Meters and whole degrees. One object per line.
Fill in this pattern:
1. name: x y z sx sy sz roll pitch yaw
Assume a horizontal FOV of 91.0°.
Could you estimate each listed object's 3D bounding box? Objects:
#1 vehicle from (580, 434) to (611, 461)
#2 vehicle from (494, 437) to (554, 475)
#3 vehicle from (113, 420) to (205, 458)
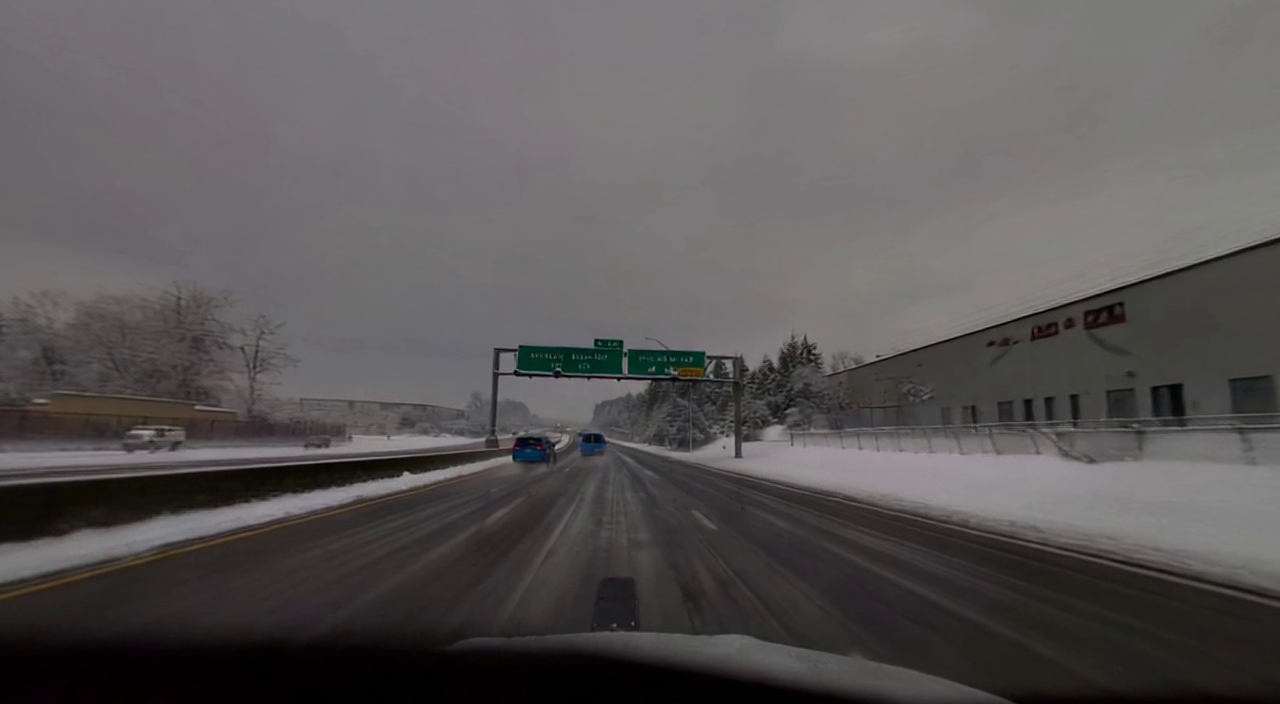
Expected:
1. vehicle: -3.299 7.177 47.324 2.260 1.901 4.665 0 -8 -3
2. vehicle: -5.114 4.626 28.221 2.045 1.547 4.162 0 -8 -2
3. vehicle: -30.933 5.622 40.739 2.173 2.174 5.446 4 -8 -8
